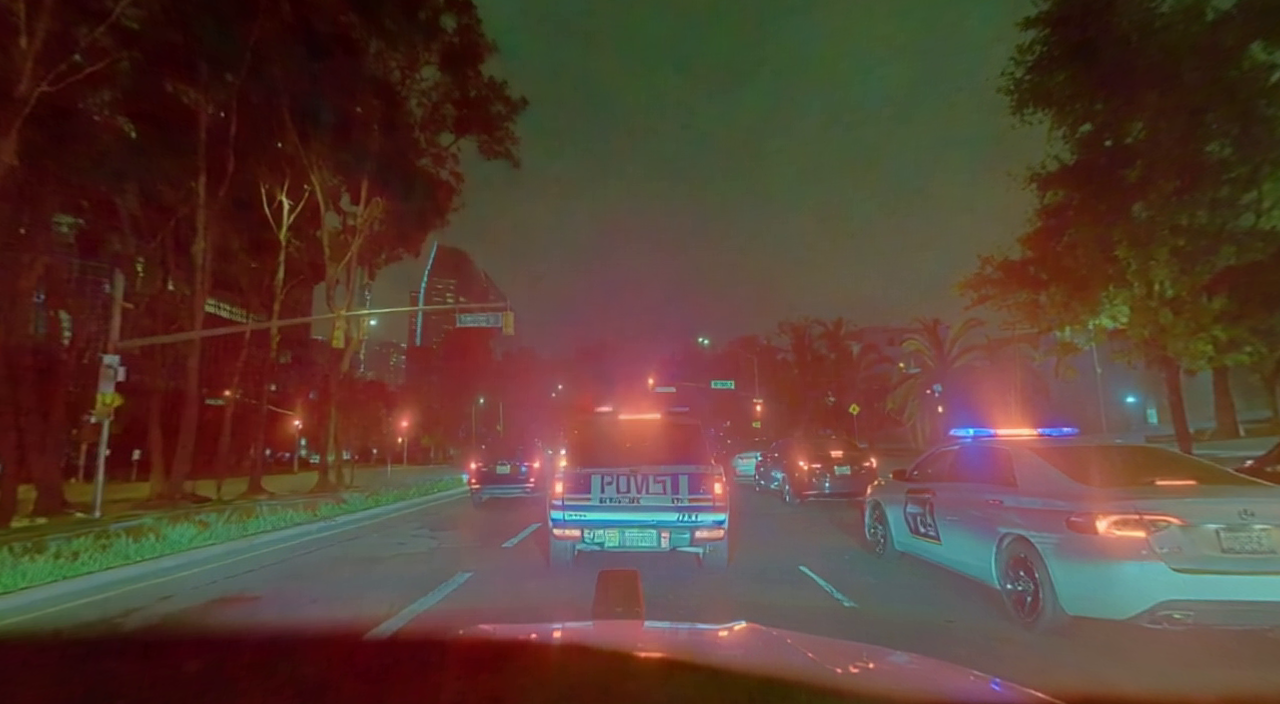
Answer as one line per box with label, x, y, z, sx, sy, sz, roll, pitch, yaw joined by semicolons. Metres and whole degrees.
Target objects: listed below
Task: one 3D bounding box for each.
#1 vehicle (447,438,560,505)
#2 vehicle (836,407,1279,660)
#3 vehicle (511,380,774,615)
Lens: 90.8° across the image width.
vehicle;-3.301;2.978;16.206;1.913;1.464;4.276;0;-8;0
vehicle;3.653;1.408;6.074;1.995;1.483;4.533;0;-8;-1
vehicle;-0.028;1.459;7.259;2.038;1.819;4.505;0;-8;-1
